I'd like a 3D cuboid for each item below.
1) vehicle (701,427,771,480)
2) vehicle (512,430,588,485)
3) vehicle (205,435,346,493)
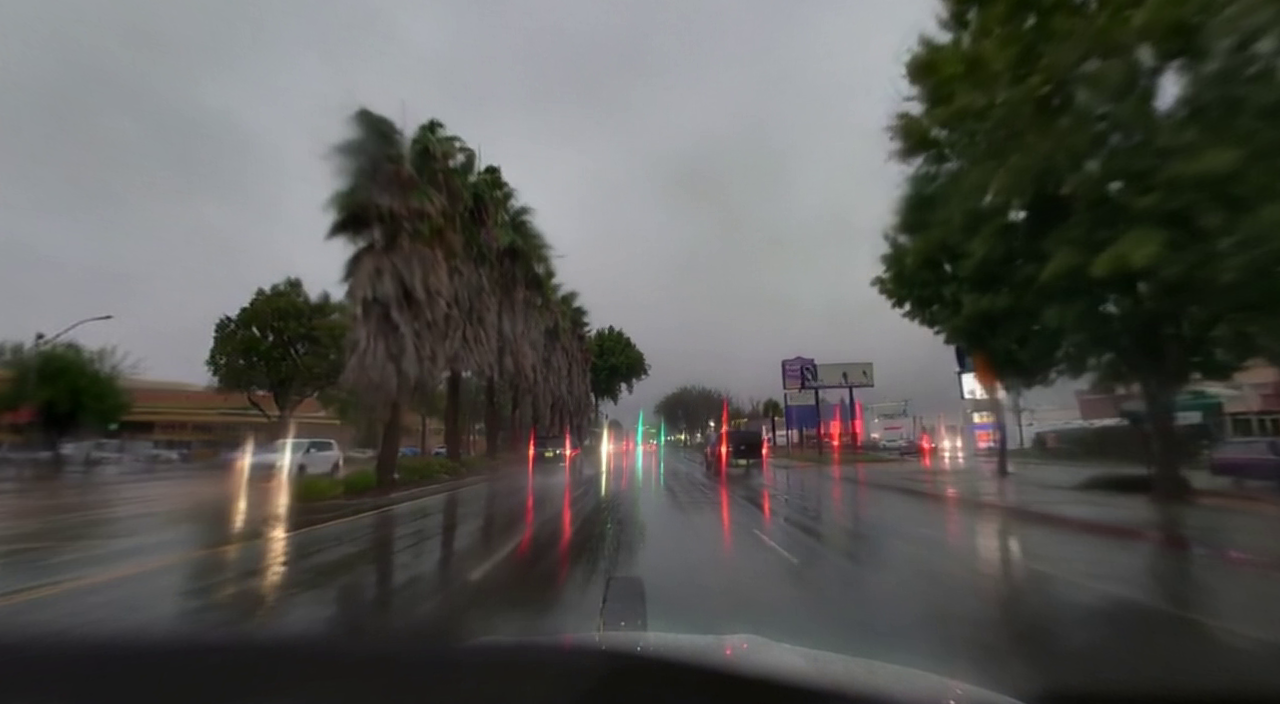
[{"bbox_3d":[3.713,4.018,25.080,2.024,1.921,4.431,0,-9,-1],"label":"vehicle"},{"bbox_3d":[-3.117,3.769,22.724,2.014,1.775,4.404,0,-9,1],"label":"vehicle"},{"bbox_3d":[-12.104,3.725,21.288,2.023,1.729,4.478,0,-9,0],"label":"vehicle"}]
